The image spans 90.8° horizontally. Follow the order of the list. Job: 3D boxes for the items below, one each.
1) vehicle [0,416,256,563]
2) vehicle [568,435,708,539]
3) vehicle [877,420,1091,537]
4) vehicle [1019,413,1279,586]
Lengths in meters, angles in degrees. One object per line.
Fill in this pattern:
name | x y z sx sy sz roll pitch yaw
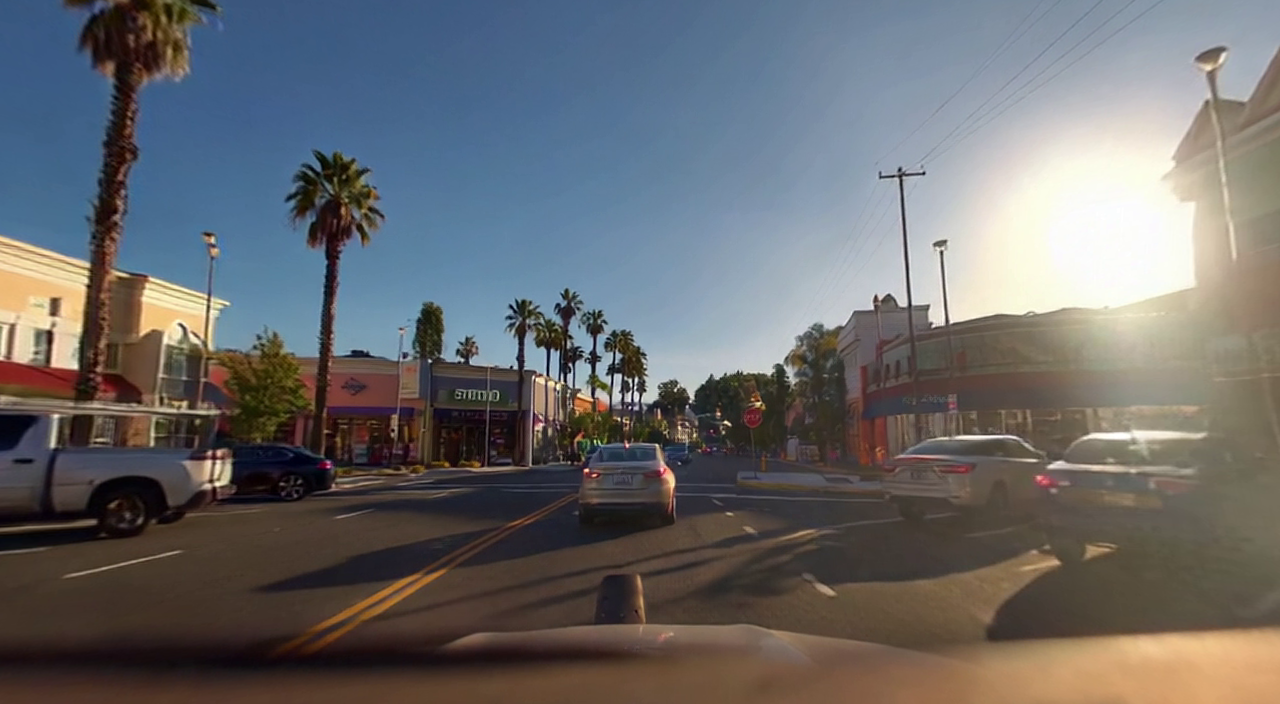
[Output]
vehicle | -10.216 2.009 9.630 6.873 2.051 2.823 6 -9 -44
vehicle | 0.119 2.267 11.213 2.031 1.479 3.969 -1 -9 4
vehicle | 6.335 2.163 11.388 4.623 1.650 1.937 8 -12 -43
vehicle | 6.594 1.666 7.871 3.754 1.592 1.939 7 -11 -39
